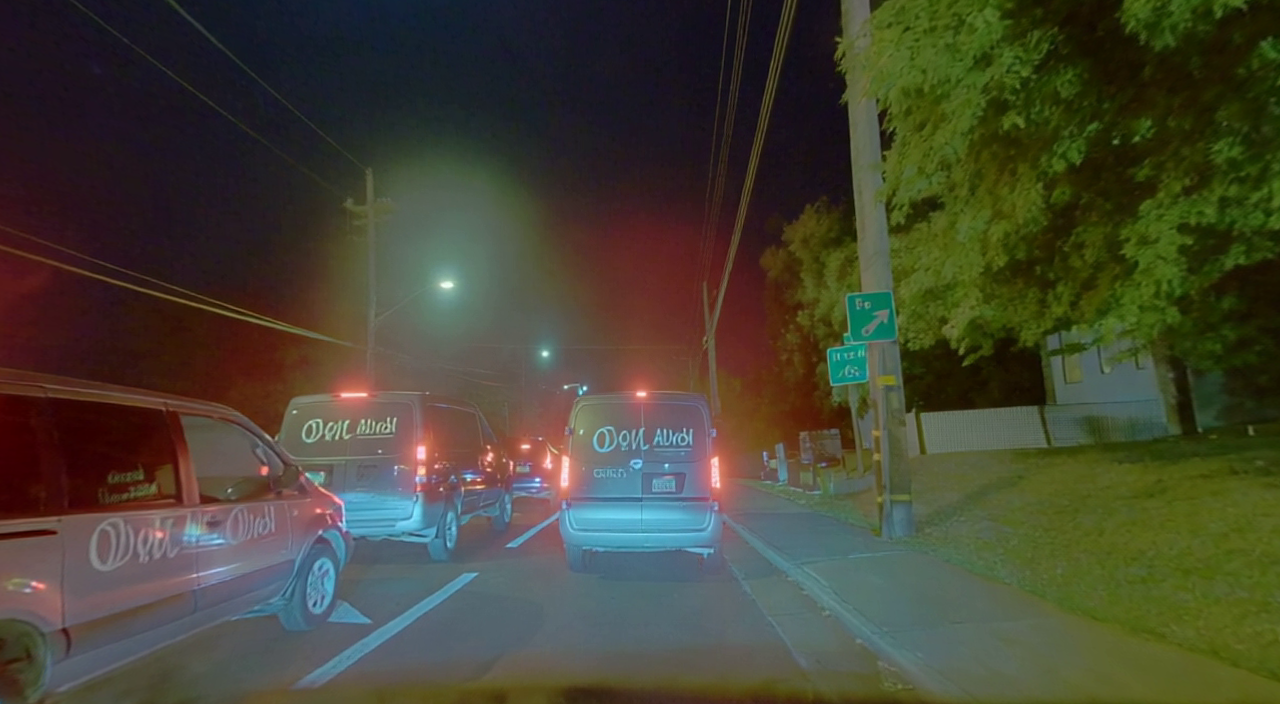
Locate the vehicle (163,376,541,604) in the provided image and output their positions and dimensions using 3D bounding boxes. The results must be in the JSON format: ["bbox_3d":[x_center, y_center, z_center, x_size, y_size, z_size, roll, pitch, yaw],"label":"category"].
[{"bbox_3d":[-2.757,1.480,7.619,2.109,1.851,4.749,-1,-8,3],"label":"vehicle"}]

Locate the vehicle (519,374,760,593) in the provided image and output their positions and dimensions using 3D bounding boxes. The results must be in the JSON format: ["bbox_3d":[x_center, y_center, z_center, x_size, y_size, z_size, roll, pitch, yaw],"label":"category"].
[{"bbox_3d":[0.108,1.458,7.691,2.117,1.911,4.095,-1,-8,3],"label":"vehicle"}]

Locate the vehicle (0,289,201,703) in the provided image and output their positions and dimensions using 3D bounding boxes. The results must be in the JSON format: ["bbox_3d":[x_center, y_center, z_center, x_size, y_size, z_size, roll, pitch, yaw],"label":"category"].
[{"bbox_3d":[-3.100,0.464,0.241,2.160,1.796,4.997,0,-8,1],"label":"vehicle"}]
